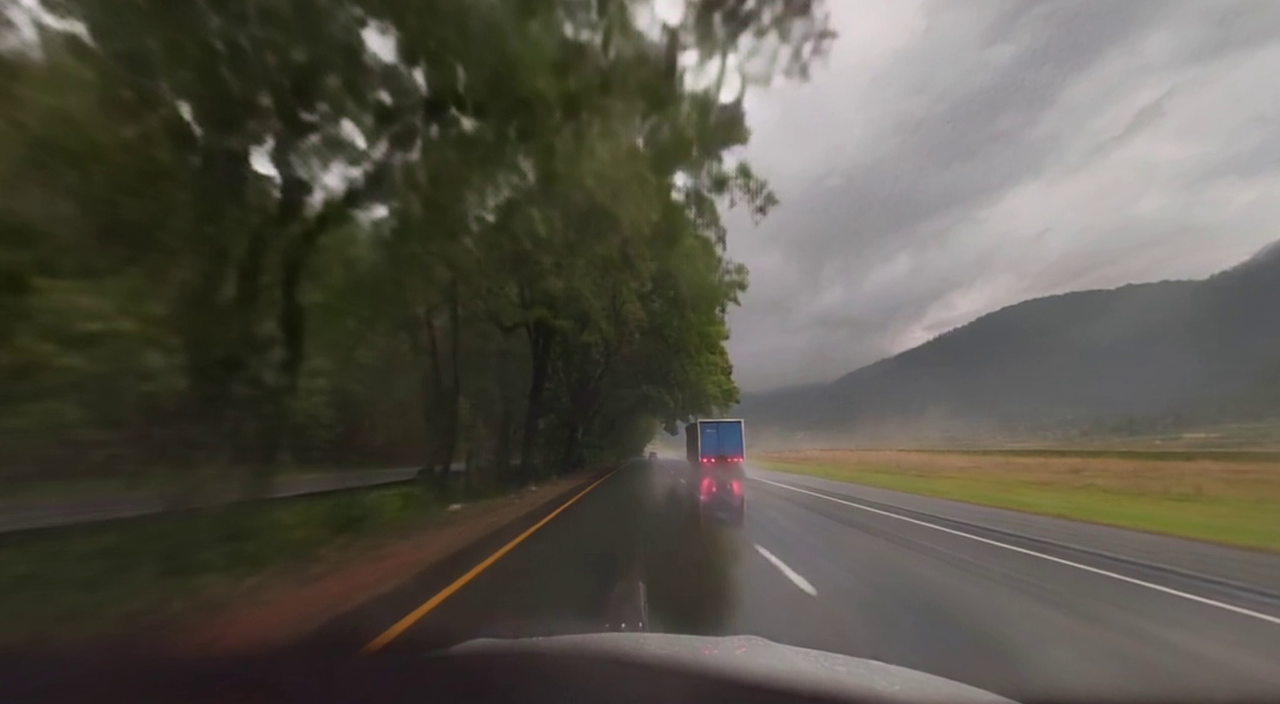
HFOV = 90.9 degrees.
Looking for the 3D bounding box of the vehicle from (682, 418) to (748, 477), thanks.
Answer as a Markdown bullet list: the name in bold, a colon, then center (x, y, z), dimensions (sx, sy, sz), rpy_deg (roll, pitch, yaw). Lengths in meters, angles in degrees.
- **vehicle**: center (3.761, 5.010, 32.983), dimensions (2.572, 2.795, 5.978), rpy_deg (0, -9, -1)
